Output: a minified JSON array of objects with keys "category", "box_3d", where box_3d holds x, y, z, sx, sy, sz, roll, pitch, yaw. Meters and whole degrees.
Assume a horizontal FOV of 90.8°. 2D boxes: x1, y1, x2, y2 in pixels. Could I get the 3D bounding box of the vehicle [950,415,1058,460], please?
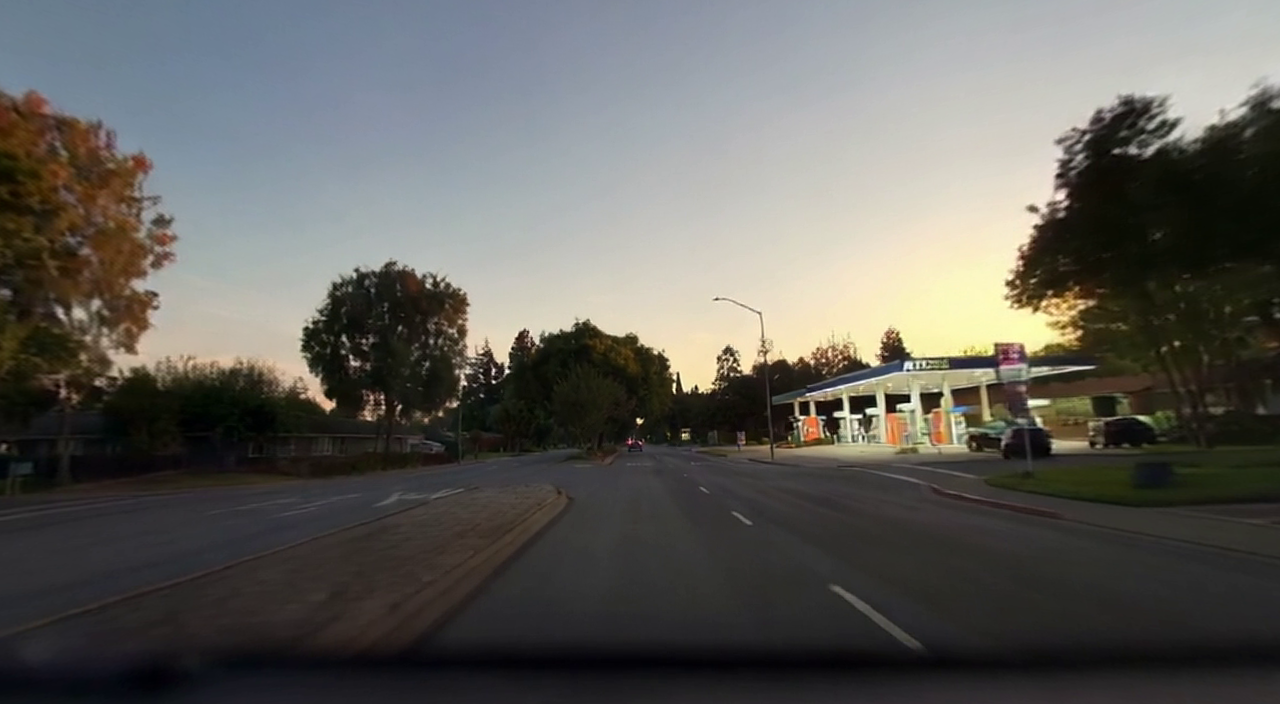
[{"category":"vehicle","box_3d":[17.339,4.074,30.454,2.314,1.921,5.069,-1,-7,2]}]
